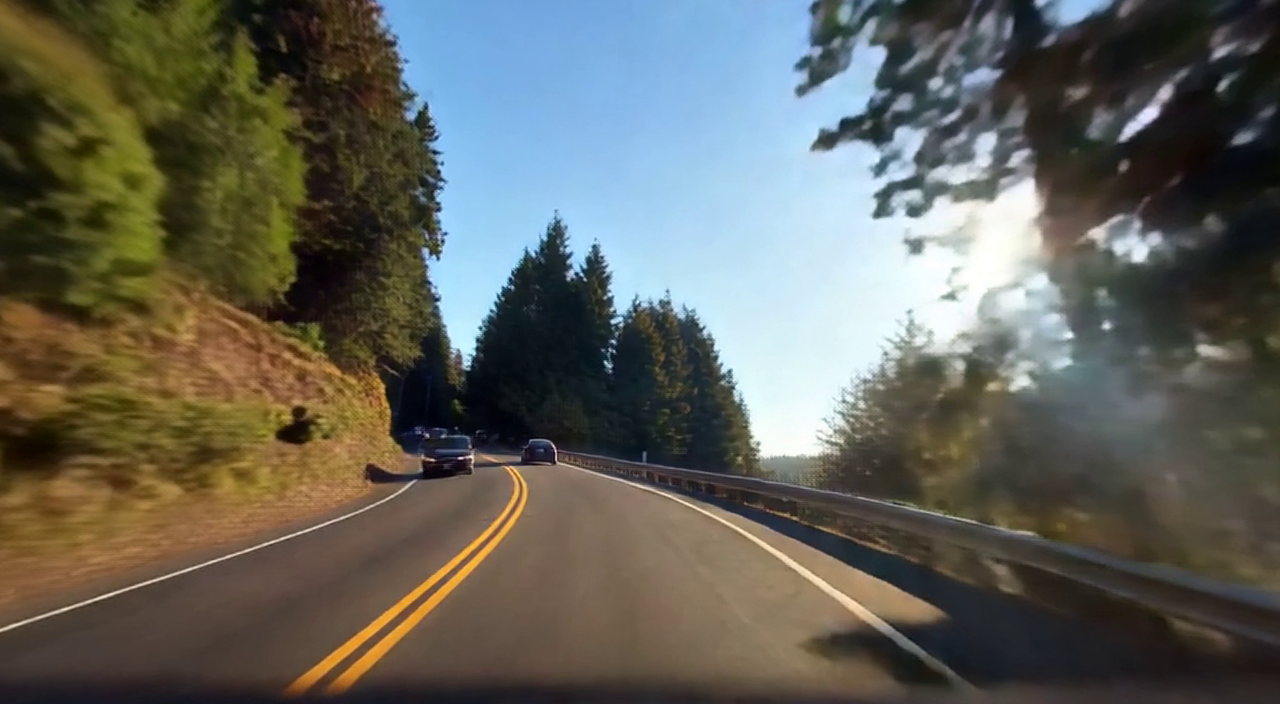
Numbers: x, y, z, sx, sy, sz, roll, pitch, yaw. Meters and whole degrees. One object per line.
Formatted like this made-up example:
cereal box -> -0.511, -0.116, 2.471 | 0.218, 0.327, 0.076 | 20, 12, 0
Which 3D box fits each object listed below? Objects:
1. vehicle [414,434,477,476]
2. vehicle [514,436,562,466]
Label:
vehicle -> -8.155, 4.350, 26.862 | 2.167, 1.602, 4.548 | 2, -8, -13
vehicle -> -5.672, 5.407, 34.617 | 2.120, 1.491, 4.349 | 3, -8, -14
